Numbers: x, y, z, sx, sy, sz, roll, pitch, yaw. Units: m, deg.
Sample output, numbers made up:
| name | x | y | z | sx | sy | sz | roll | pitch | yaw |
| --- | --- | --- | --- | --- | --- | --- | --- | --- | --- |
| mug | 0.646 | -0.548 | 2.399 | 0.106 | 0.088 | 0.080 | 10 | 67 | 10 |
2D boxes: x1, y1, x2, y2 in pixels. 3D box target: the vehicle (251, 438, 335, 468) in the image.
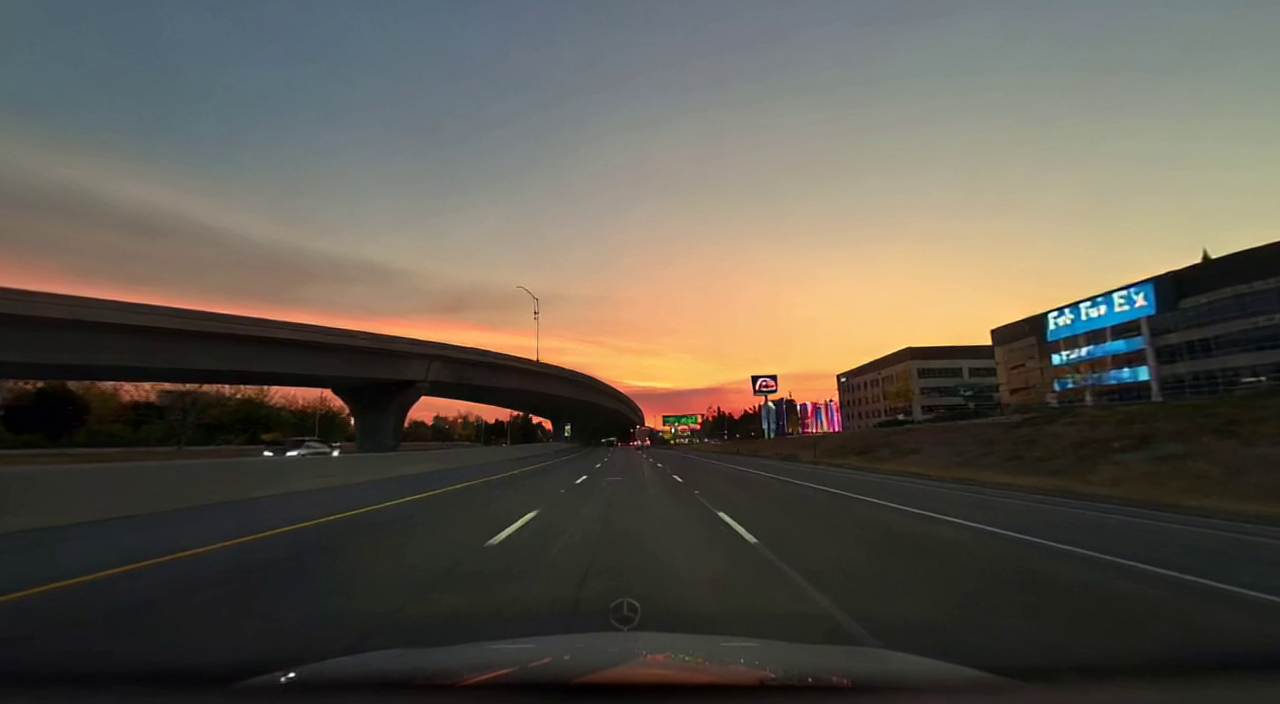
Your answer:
| name | x | y | z | sx | sy | sz | roll | pitch | yaw |
| --- | --- | --- | --- | --- | --- | --- | --- | --- | --- |
| vehicle | -18.843 | 5.514 | 34.472 | 1.912 | 1.521 | 4.726 | 0 | -9 | 0 |
